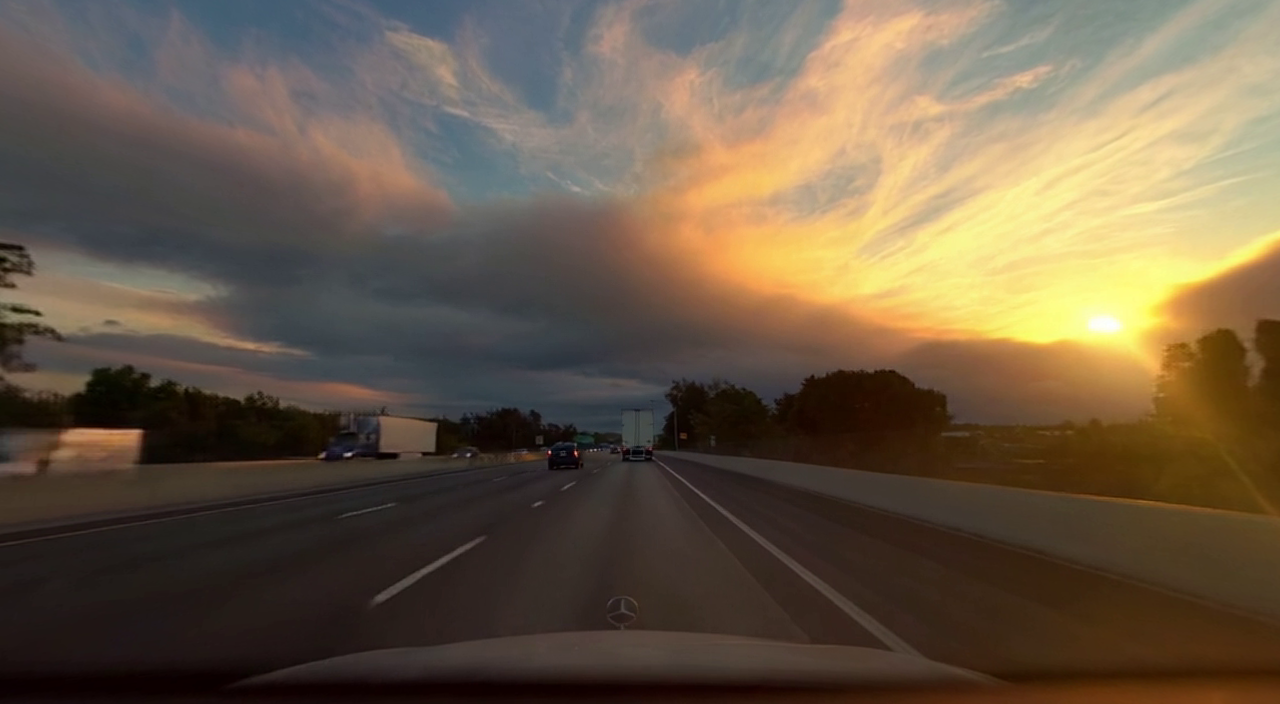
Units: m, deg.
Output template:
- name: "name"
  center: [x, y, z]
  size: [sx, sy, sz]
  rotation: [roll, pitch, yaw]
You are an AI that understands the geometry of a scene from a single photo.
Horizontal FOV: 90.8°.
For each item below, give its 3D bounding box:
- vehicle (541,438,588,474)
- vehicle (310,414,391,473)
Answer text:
- name: "vehicle"
  center: [-4.183, 5.839, 35.574]
  size: [2.139, 1.925, 4.312]
  rotation: [0, -9, -1]
- name: "vehicle"
  center: [-20.850, 6.668, 45.865]
  size: [3.033, 3.995, 5.883]
  rotation: [0, -9, -1]
